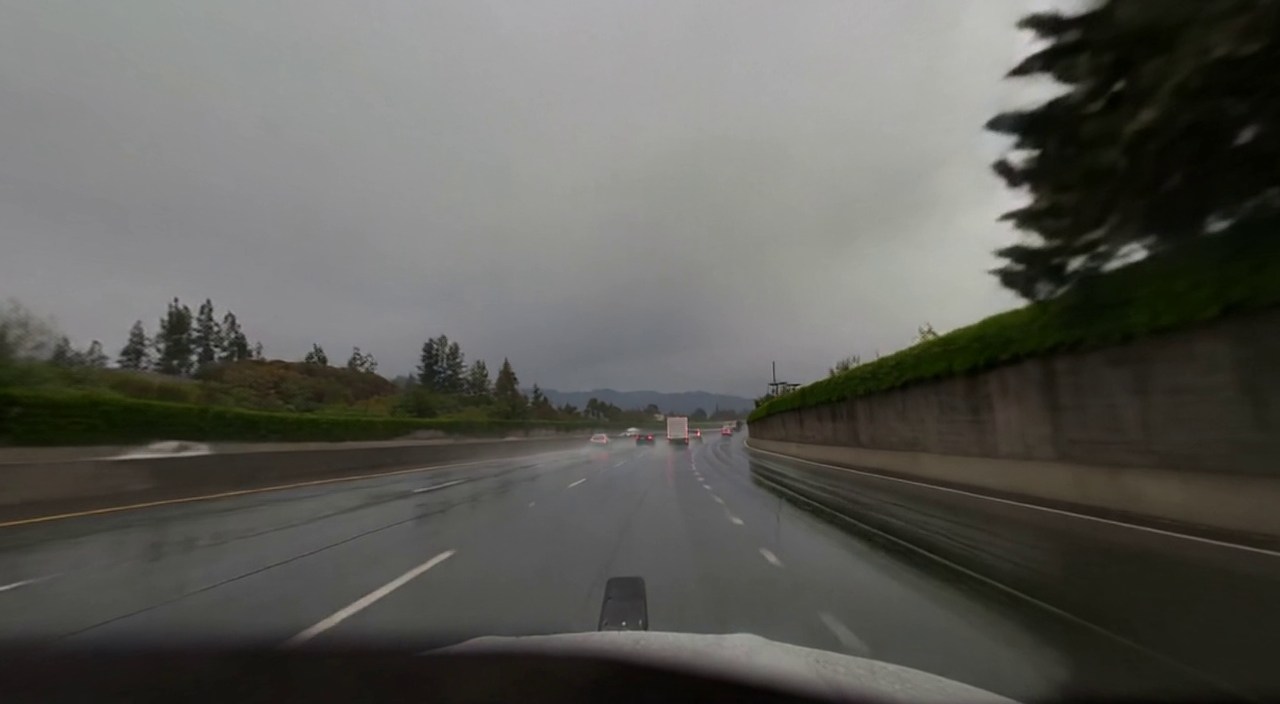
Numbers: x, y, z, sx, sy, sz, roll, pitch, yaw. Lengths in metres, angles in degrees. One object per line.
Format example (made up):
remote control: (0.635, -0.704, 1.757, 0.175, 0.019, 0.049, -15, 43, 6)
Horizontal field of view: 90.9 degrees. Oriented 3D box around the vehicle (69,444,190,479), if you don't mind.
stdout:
vehicle: (-24.637, 5.255, 30.684, 1.857, 1.523, 4.621, 0, -8, 3)
